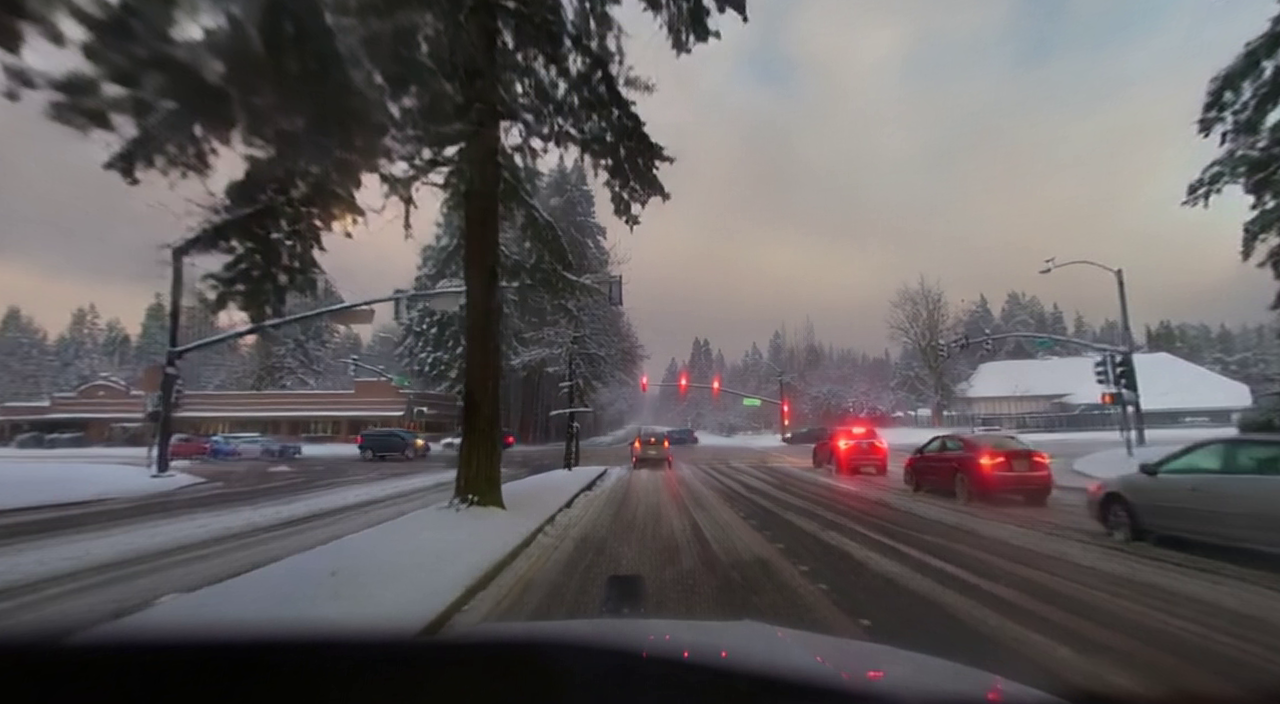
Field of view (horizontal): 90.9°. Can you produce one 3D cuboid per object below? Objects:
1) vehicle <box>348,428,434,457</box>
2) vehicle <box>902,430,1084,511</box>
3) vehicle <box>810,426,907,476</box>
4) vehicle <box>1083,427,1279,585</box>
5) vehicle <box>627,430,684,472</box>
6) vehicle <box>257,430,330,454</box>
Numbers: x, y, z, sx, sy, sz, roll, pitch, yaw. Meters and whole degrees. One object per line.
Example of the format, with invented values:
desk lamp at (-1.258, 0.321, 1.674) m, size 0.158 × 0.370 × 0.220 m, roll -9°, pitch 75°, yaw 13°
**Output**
vehicle at (-16.210, 5.922, 41.206) m, size 4.786 × 1.803 × 1.967 m, roll -1°, pitch -8°, yaw 3°
vehicle at (7.325, 2.464, 13.595) m, size 1.726 × 1.467 × 3.793 m, roll 0°, pitch -8°, yaw 0°
vehicle at (7.598, 3.499, 22.385) m, size 1.901 × 1.577 × 4.348 m, roll 0°, pitch -8°, yaw 1°
vehicle at (7.043, 1.494, 6.251) m, size 1.947 × 1.478 × 4.731 m, roll -1°, pitch -8°, yaw 1°
vehicle at (0.558, 3.872, 24.818) m, size 2.041 × 1.485 × 3.813 m, roll 0°, pitch -8°, yaw 0°
vehicle at (-26.582, 6.927, 48.430) m, size 4.450 × 1.684 × 1.894 m, roll -1°, pitch -9°, yaw -2°
